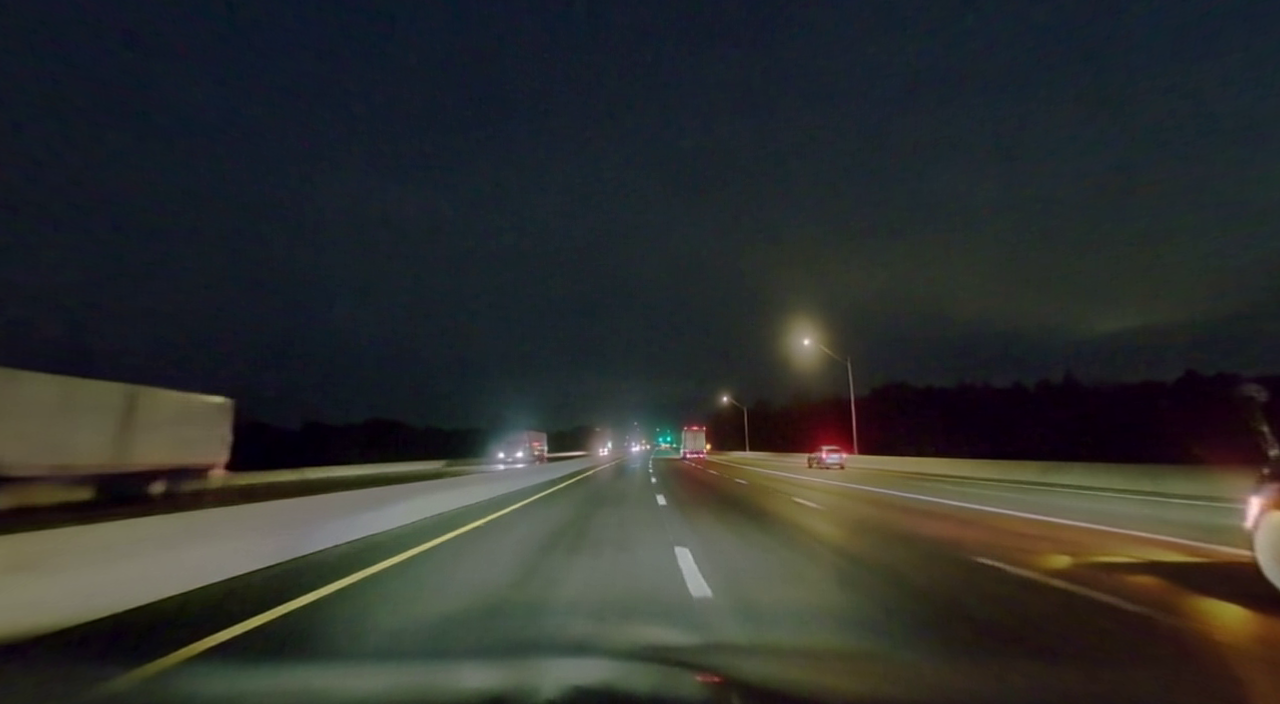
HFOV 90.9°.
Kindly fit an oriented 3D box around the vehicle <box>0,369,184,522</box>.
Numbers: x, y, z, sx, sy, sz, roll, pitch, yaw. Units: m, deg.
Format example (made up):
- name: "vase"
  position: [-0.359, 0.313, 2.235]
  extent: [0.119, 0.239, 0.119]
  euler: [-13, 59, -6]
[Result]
- name: "vehicle"
  position: [-16.301, 2.240, 15.041]
  extent: [2.750, 3.529, 10.573]
  euler: [0, -9, 0]
